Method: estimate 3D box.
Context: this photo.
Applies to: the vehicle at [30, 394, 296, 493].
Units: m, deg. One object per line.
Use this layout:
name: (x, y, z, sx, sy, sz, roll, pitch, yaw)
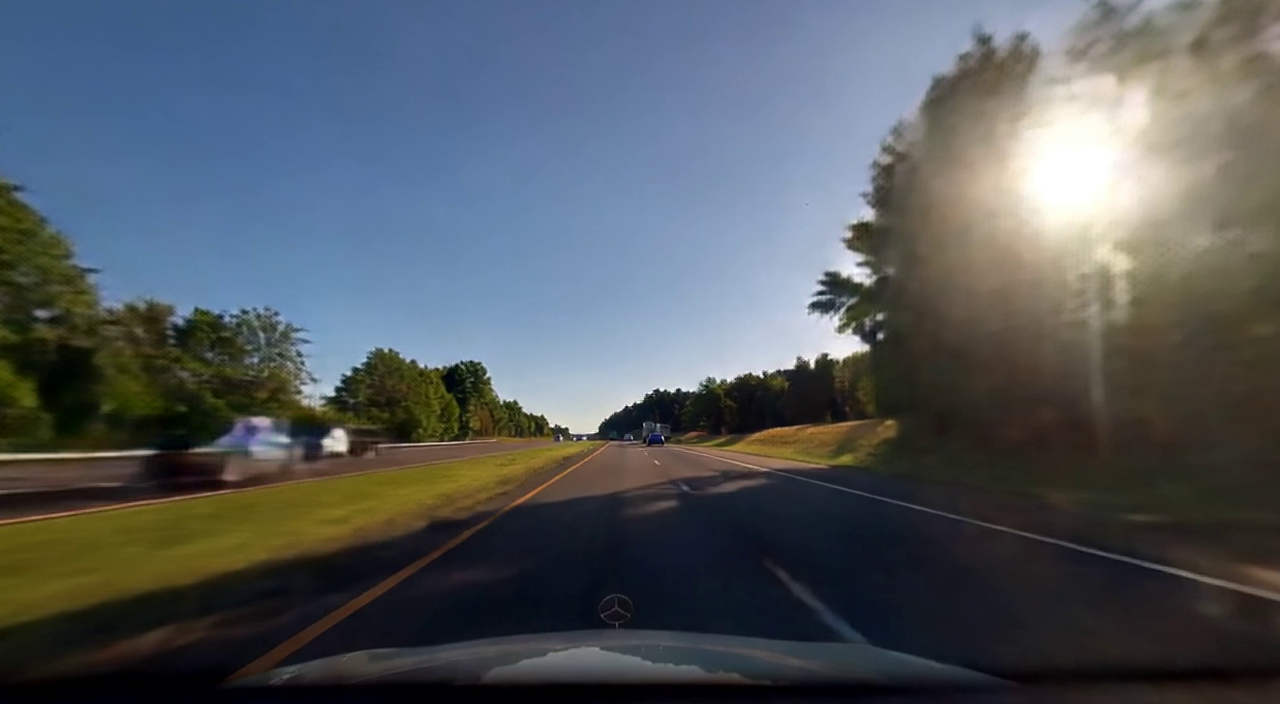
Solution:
vehicle: (-8.784, 1.739, 12.208, 1.925, 1.581, 4.138, 0, -8, -1)
